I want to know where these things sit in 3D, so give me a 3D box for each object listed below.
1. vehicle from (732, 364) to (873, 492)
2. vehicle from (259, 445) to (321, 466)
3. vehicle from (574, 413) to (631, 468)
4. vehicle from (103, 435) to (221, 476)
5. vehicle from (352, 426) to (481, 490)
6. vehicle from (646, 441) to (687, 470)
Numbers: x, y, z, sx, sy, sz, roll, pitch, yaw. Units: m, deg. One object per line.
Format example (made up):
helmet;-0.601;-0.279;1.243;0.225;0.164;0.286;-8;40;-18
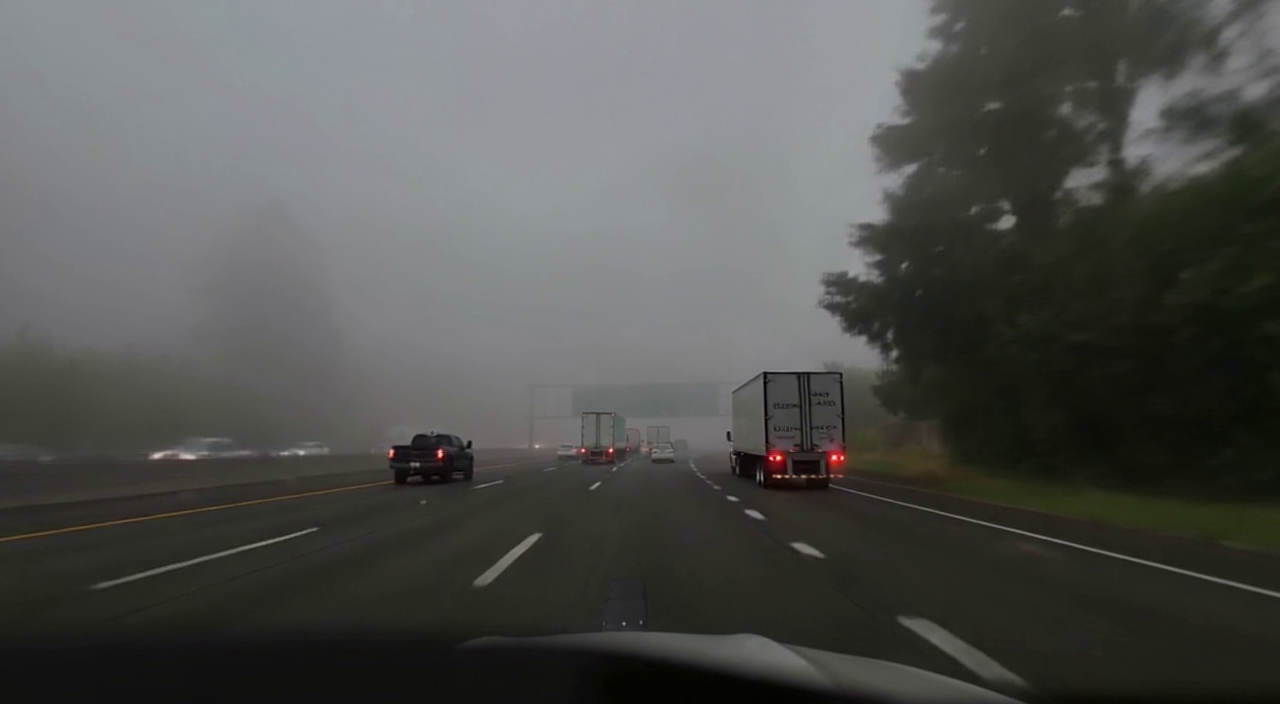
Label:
vehicle;4.982;2.632;21.104;2.895;3.484;7.631;0;-9;2
vehicle;-27.088;8.005;48.979;1.901;1.466;4.771;0;-9;2
vehicle;-2.235;5.660;40.064;2.745;3.156;7.608;-1;-9;3
vehicle;-23.542;5.099;31.350;1.985;1.871;4.730;0;-9;2
vehicle;-7.155;3.484;20.977;2.272;1.850;5.156;0;-9;2
vehicle;1.427;5.645;34.562;2.105;1.502;4.068;0;-9;2
